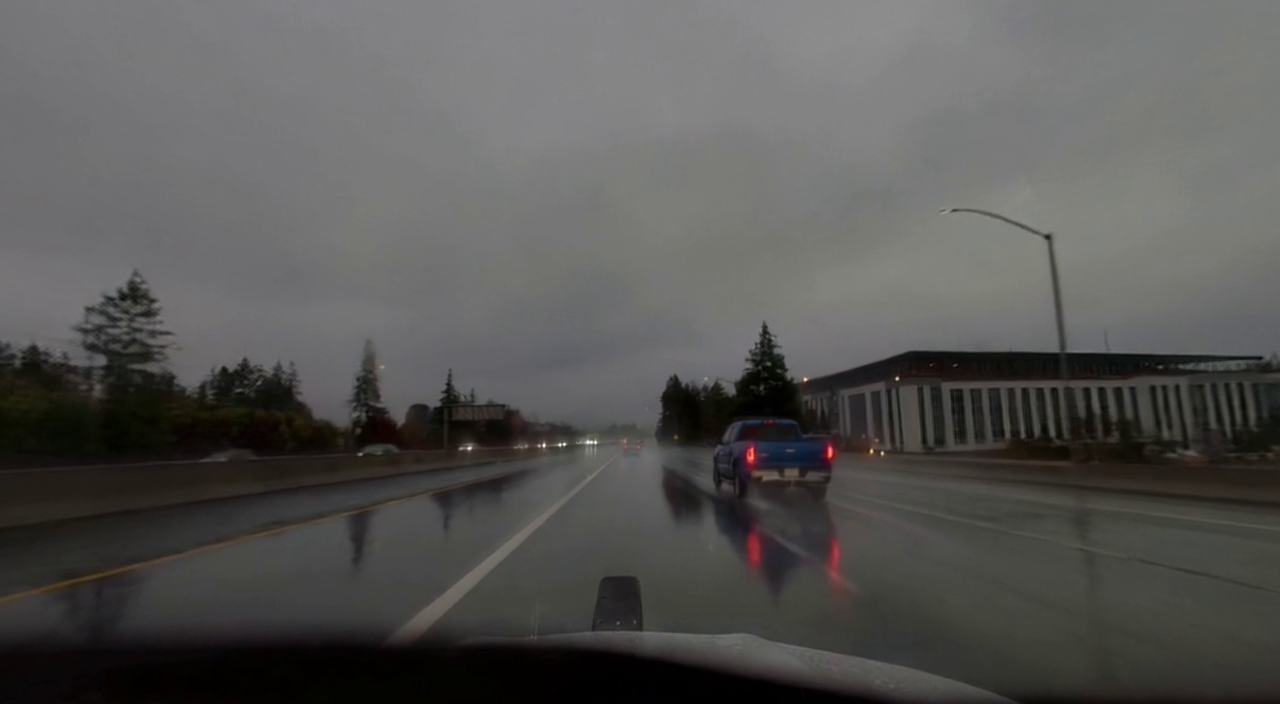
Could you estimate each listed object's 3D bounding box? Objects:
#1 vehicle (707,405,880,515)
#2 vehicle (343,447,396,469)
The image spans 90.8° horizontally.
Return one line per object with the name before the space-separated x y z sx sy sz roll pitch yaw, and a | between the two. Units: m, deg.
vehicle | 3.073 2.334 13.980 2.462 1.984 4.718 0 -9 -2
vehicle | -19.731 7.744 46.329 1.853 1.477 4.546 -1 -9 0
